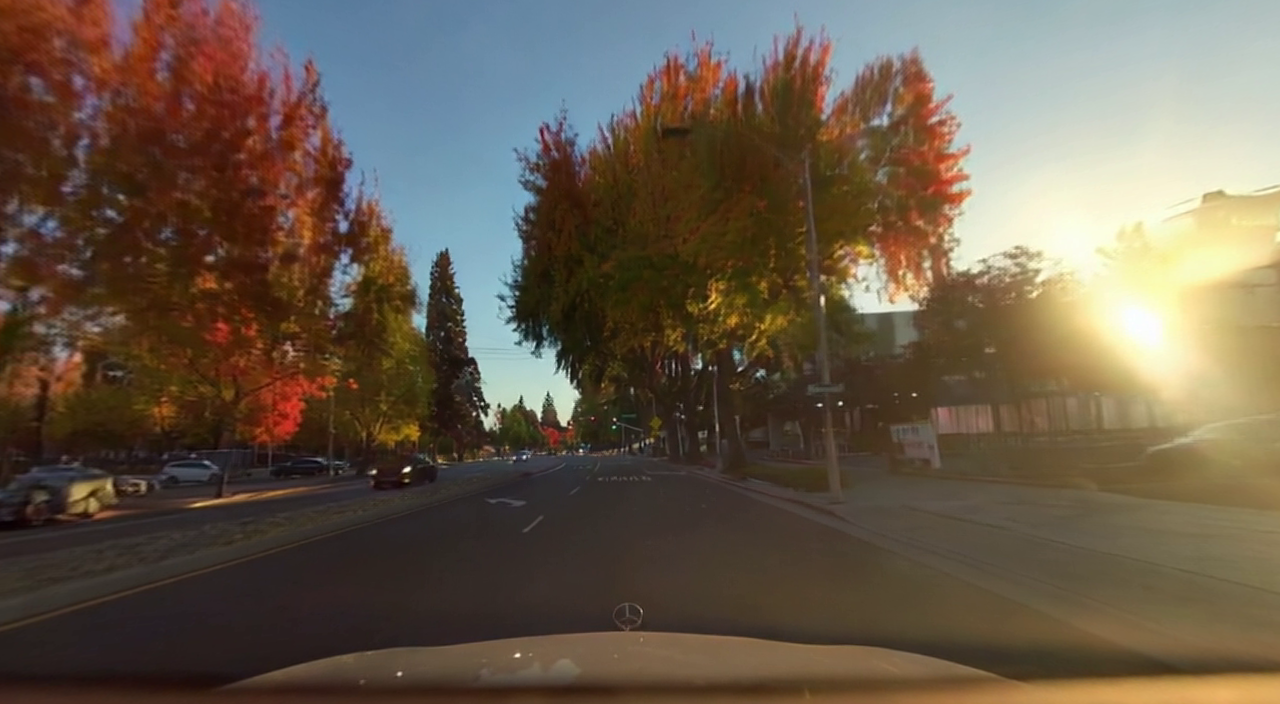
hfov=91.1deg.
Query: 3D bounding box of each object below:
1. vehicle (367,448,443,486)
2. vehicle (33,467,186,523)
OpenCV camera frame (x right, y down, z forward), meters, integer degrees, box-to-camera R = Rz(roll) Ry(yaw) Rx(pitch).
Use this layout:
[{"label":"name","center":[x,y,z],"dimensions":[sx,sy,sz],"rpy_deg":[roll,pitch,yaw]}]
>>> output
[{"label":"vehicle","center":[-11.725,5.754,31.761],"dimensions":[2.075,1.765,4.684],"rpy_deg":[0,-9,-1]},{"label":"vehicle","center":[-18.229,4.880,21.872],"dimensions":[1.896,1.495,4.108],"rpy_deg":[-4,-9,-2]}]
